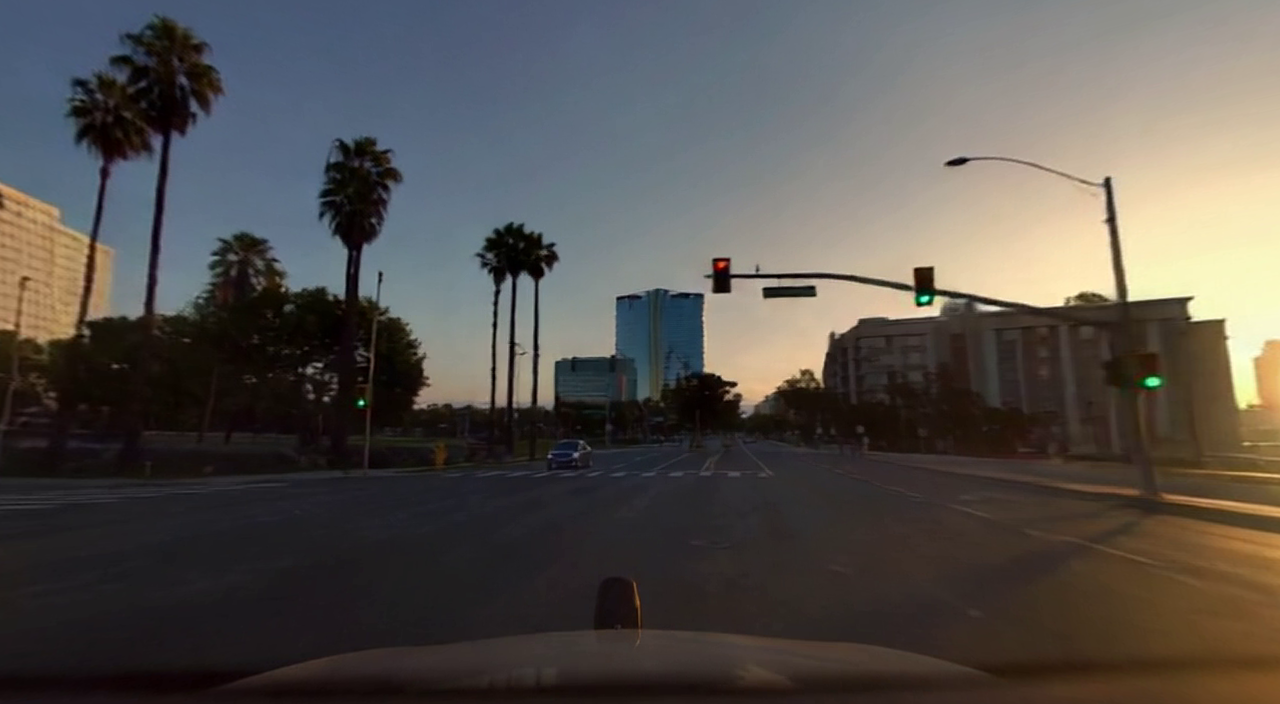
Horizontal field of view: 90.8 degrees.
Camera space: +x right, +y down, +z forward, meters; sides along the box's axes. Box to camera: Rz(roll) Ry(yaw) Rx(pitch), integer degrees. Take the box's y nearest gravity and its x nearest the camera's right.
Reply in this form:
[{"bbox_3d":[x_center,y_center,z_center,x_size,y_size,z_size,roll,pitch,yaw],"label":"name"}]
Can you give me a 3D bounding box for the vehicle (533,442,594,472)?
[{"bbox_3d":[-3.933,5.518,33.340,2.149,1.477,4.186,-1,-9,9],"label":"vehicle"}]
